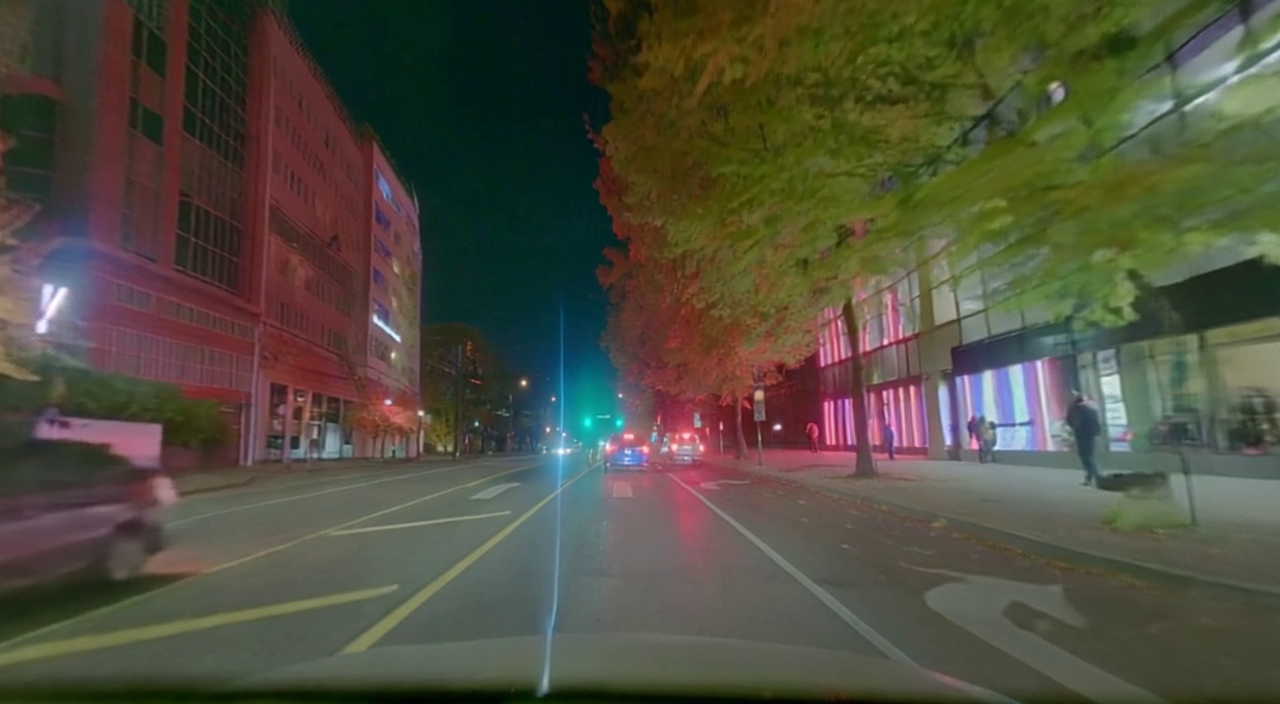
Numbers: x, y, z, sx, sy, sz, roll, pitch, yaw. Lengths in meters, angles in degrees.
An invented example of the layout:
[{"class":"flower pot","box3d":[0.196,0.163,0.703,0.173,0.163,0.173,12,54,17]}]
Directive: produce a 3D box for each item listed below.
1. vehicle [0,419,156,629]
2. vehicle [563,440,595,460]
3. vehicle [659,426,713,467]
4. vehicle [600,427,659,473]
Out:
[{"class":"vehicle","box3d":[-5.566,1.125,3.736,2.121,1.489,4.430,1,-8,-5]},{"class":"vehicle","box3d":[-4.614,7.456,48.159,2.096,1.415,4.515,0,-8,-1]},{"class":"vehicle","box3d":[2.301,4.894,32.674,2.147,1.968,4.478,1,-8,-4]},{"class":"vehicle","box3d":[-0.469,4.036,26.118,2.274,1.736,4.083,0,-8,-2]}]
